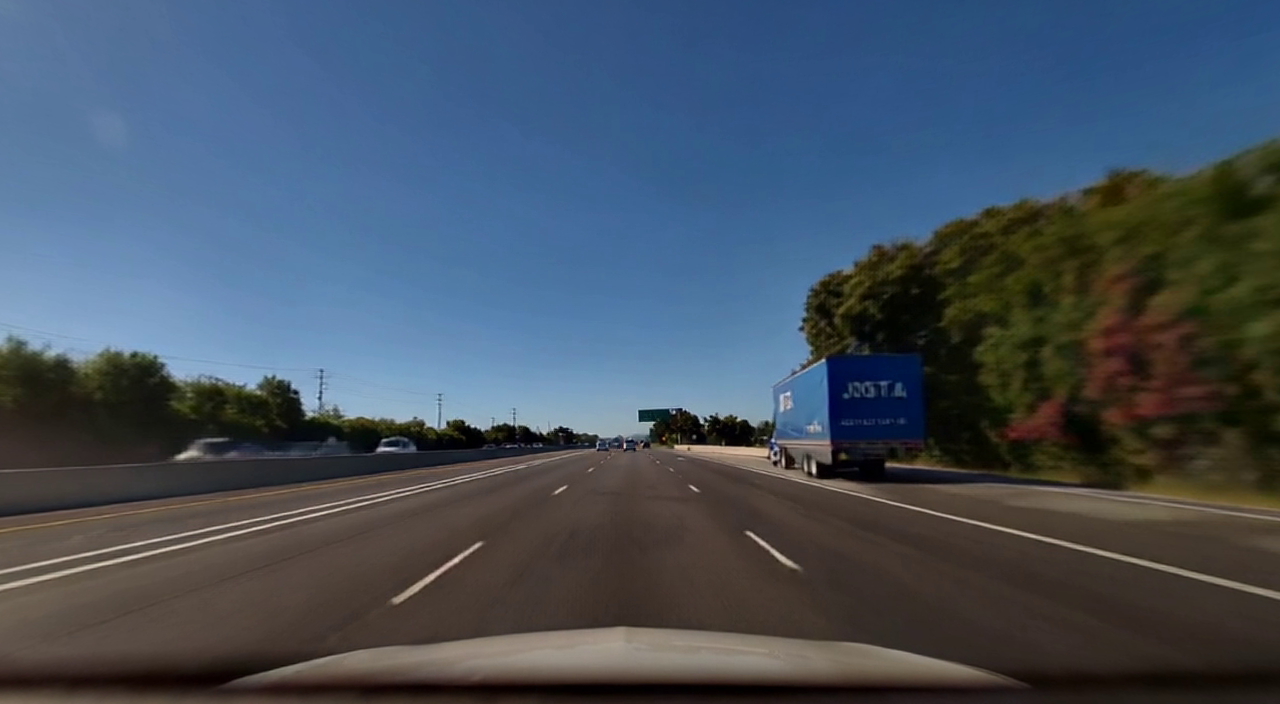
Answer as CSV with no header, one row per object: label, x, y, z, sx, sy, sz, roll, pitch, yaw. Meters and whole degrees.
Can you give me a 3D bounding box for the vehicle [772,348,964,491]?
vehicle,8.169,3.118,26.267,3.469,3.986,17.065,-1,-8,6
